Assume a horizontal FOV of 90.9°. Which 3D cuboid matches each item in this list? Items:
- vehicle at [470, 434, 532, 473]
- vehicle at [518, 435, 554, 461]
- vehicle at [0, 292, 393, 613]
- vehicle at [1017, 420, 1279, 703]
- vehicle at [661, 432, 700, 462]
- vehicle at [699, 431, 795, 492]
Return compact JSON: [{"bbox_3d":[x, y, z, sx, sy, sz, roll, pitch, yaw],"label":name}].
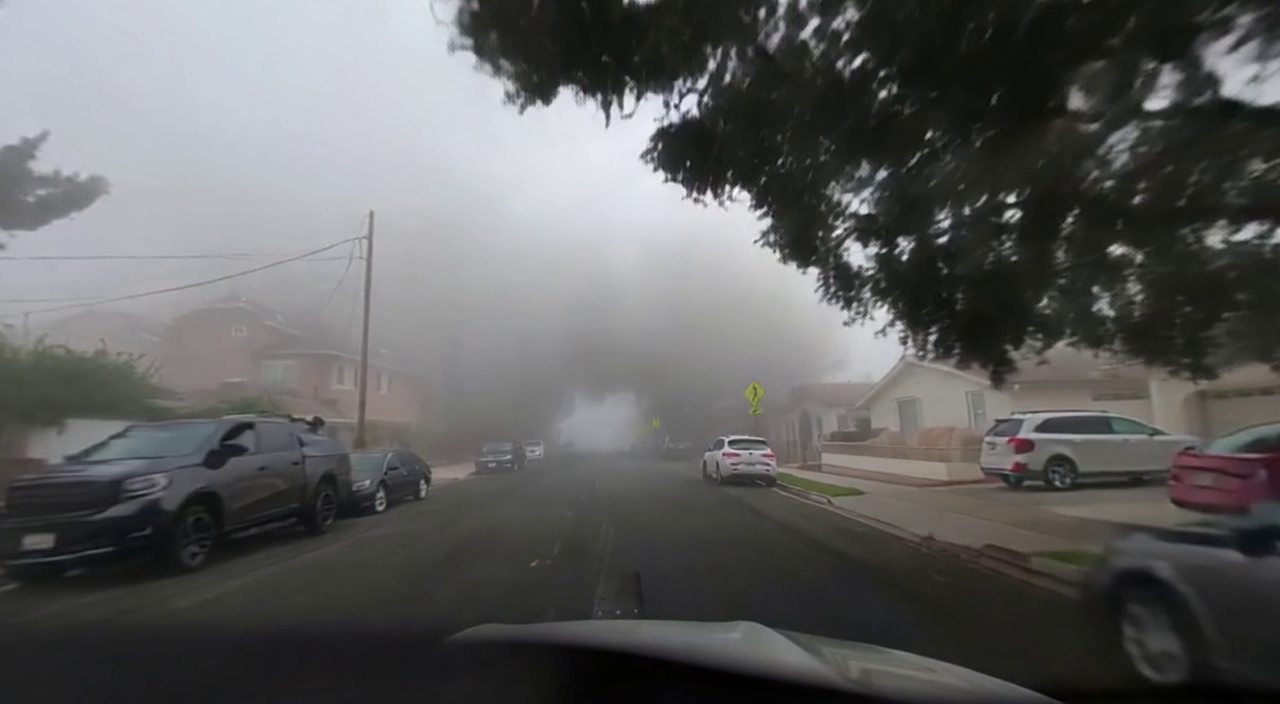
[{"bbox_3d":[-6.182,4.543,28.724,1.972,1.502,5.530,0,-7,-4],"label":"vehicle"},{"bbox_3d":[-6.786,6.308,41.547,1.842,1.540,3.704,0,-7,-2],"label":"vehicle"},{"bbox_3d":[-5.514,1.213,8.266,2.270,2.706,5.871,0,-8,-2],"label":"vehicle"},{"bbox_3d":[3.600,0.943,1.828,1.972,1.492,4.506,1,-7,-5],"label":"vehicle"},{"bbox_3d":[2.326,5.606,37.302,1.997,1.663,4.544,0,-8,-1],"label":"vehicle"},{"bbox_3d":[3.012,3.166,18.860,1.875,1.568,4.899,1,-7,-2],"label":"vehicle"}]
